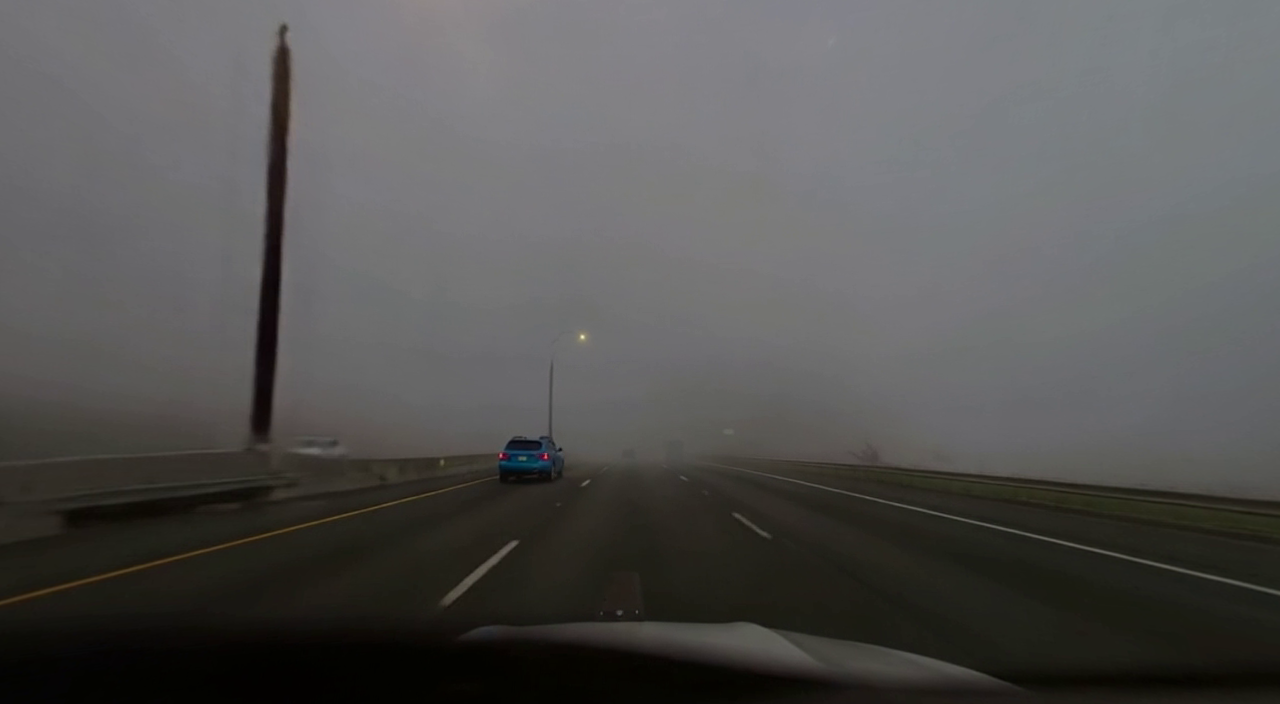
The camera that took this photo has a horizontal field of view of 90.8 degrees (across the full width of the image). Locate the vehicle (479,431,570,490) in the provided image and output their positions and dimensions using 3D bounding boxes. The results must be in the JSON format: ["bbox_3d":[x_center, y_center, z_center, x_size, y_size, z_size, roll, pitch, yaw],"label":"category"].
[{"bbox_3d":[-3.853,3.739,22.085,2.205,1.773,5.124,0,-9,0],"label":"vehicle"}]

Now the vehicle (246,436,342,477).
[{"bbox_3d":[-19.006,5.774,35.079,2.458,2.103,5.026,0,-9,0],"label":"vehicle"}]
